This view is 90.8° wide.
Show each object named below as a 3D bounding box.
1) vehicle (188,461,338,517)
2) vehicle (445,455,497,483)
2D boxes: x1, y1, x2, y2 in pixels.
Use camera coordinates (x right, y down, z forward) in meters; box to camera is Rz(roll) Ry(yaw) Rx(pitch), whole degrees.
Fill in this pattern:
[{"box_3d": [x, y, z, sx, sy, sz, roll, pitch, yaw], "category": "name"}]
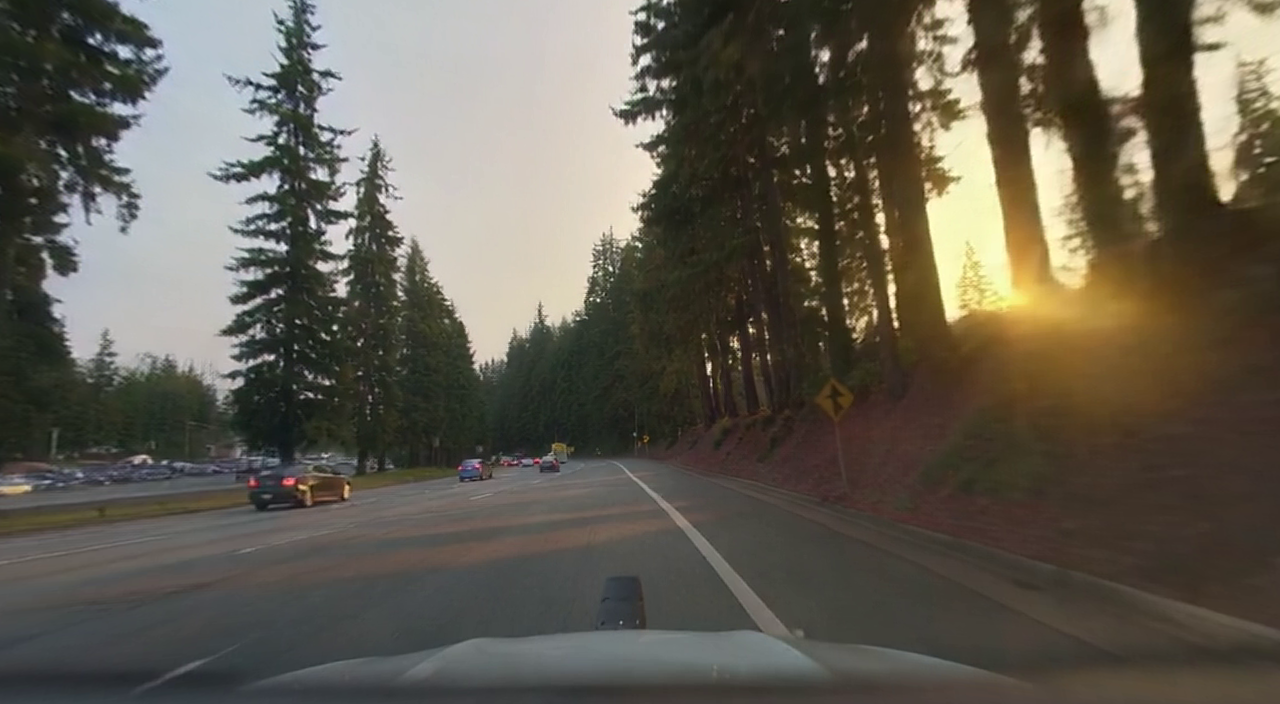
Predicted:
[{"box_3d": [-11.838, 4.291, 20.289, 1.781, 1.476, 4.513, -1, -9, 4], "category": "vehicle"}, {"box_3d": [-10.694, 7.408, 40.258, 1.886, 1.535, 4.742, 0, -9, 1], "category": "vehicle"}]
